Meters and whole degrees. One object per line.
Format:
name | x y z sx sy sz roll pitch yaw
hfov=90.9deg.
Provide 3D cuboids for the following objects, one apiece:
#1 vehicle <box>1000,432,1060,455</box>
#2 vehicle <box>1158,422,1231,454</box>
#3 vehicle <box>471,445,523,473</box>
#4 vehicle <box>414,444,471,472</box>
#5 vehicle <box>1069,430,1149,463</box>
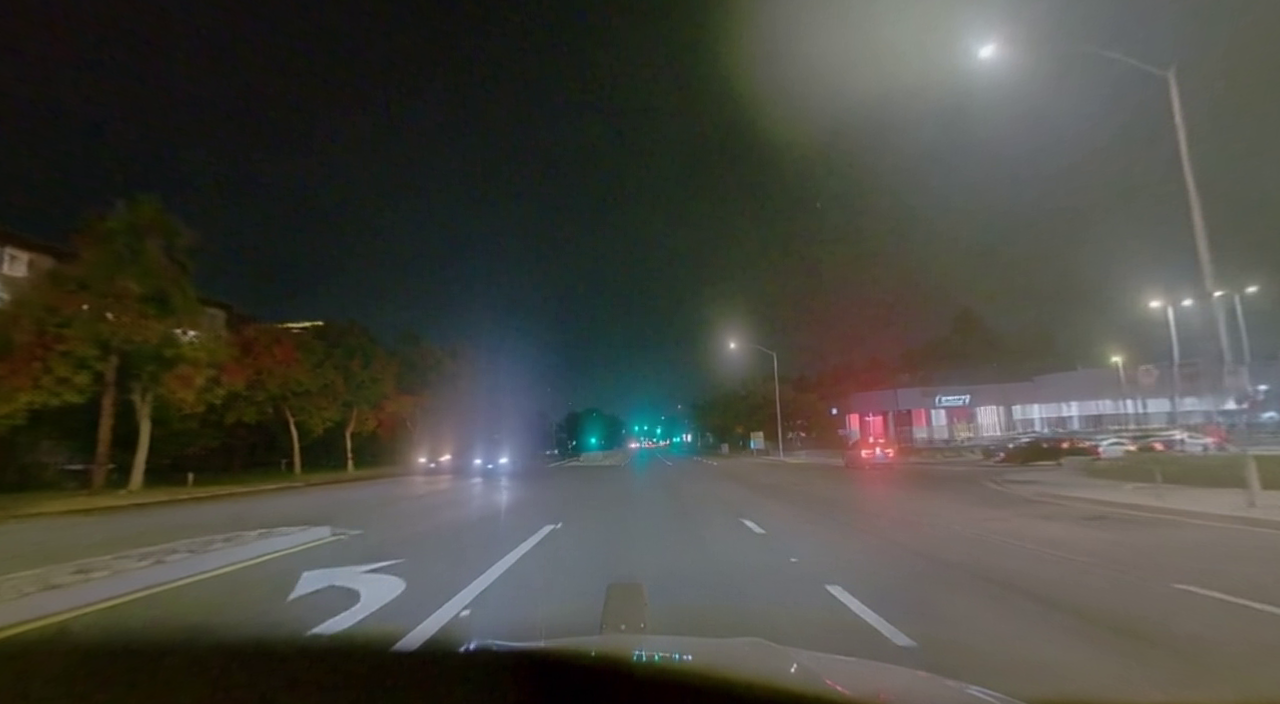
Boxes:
vehicle | 30.309 7.094 48.945 5.036 1.698 2.031 6 -10 -35
vehicle | 36.636 5.668 41.598 5.504 1.957 2.290 4 -10 -37
vehicle | -8.036 6.045 35.860 1.911 1.499 4.032 -1 -8 2
vehicle | -14.872 8.015 47.918 2.209 1.931 5.813 -1 -8 3
vehicle | 24.988 5.013 33.535 4.512 1.648 1.938 5 -10 -34
